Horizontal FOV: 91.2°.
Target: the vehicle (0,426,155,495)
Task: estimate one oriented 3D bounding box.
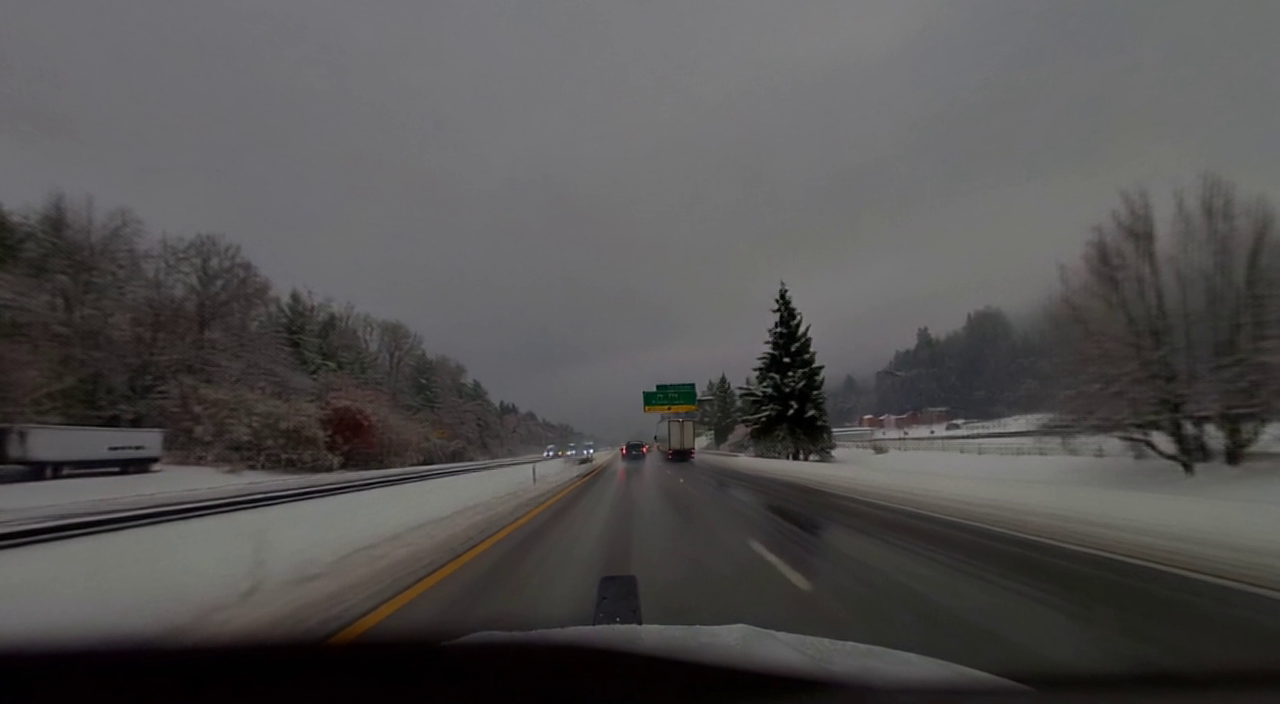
[{"bbox_3d":[-40.460,7.584,44.386,2.932,4.093,14.120,1,-9,-9],"label":"vehicle"}]

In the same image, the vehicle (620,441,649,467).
[{"bbox_3d":[-0.464,7.756,47.863,2.156,1.886,4.334,0,-9,-2],"label":"vehicle"}]
